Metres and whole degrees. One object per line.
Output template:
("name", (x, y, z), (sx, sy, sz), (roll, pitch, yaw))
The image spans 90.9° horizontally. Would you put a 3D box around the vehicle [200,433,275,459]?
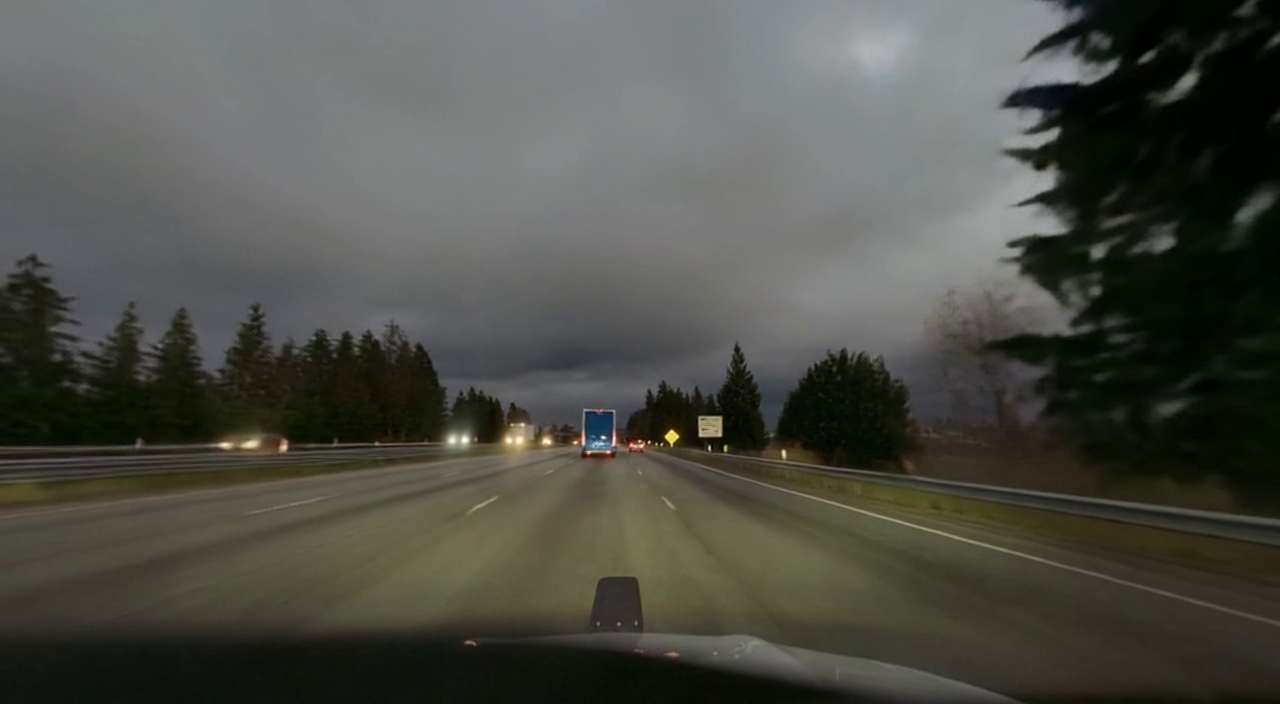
("vehicle", (-25.132, 5.861, 39.594), (1.777, 1.539, 4.656), (1, -8, -2))
